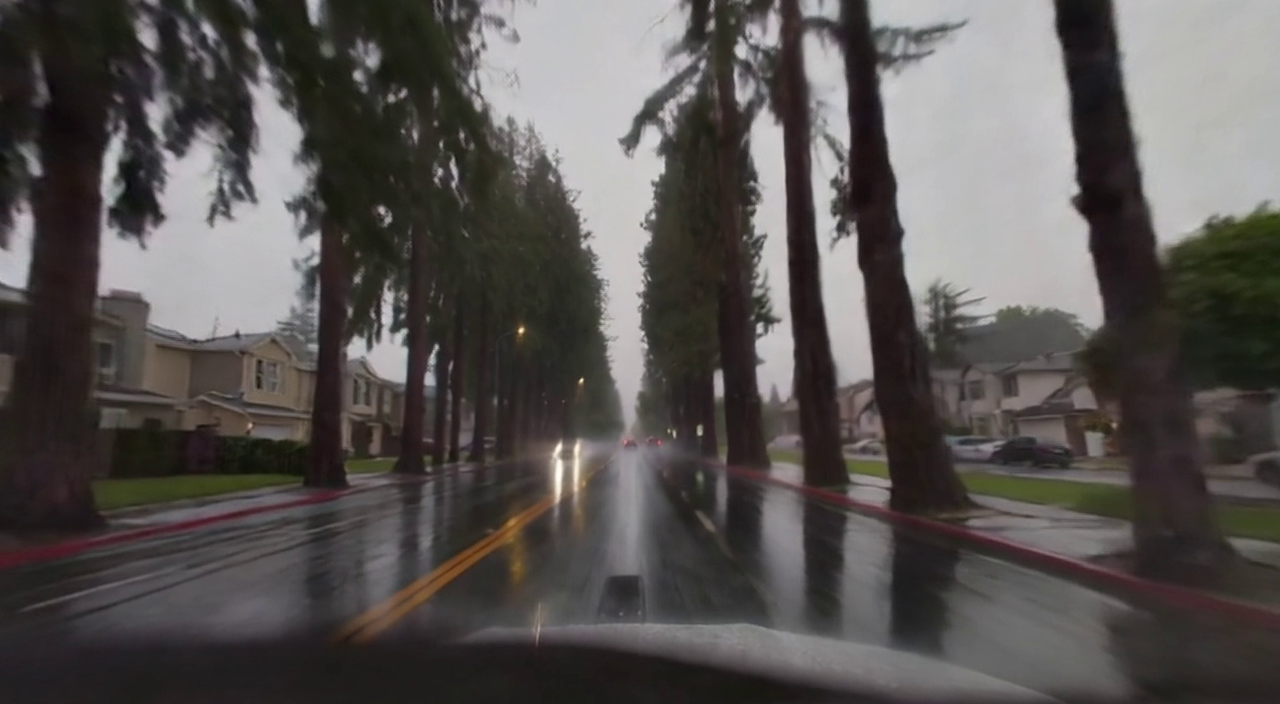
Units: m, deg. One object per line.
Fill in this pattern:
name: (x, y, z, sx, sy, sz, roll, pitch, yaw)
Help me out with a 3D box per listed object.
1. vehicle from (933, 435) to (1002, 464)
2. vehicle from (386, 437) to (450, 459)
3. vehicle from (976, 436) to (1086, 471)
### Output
vehicle: (18.298, 5.464, 35.526, 1.755, 1.521, 3.968, 0, -8, 0)
vehicle: (-16.991, 7.315, 48.470, 4.045, 1.622, 1.983, 0, -8, 3)
vehicle: (17.911, 4.667, 29.289, 1.813, 1.464, 4.925, 1, -8, -2)
